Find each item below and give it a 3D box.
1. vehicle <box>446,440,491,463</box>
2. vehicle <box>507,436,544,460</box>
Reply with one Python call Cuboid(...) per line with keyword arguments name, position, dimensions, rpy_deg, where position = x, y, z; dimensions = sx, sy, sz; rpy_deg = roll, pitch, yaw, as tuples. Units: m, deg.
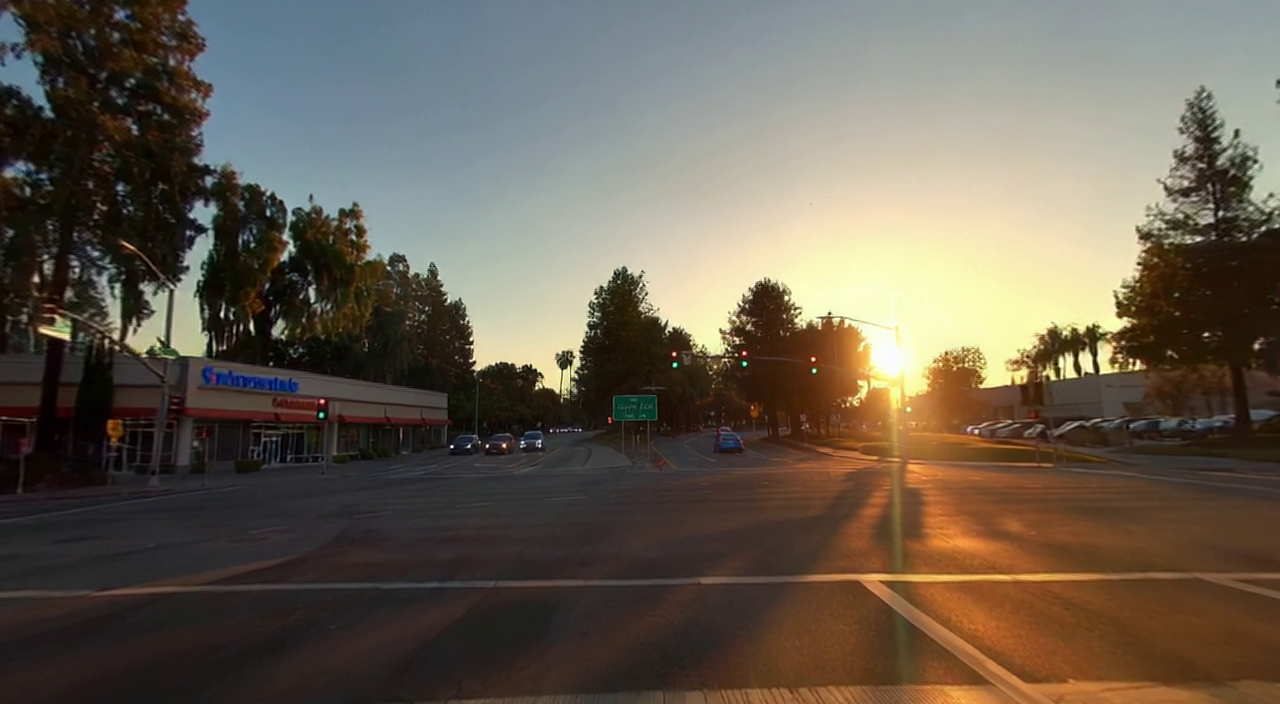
Cuboid(name="vehicle", position=(-11.747, 6.838, 43.503), dimensions=(2.111, 1.499, 4.371), rpy_deg=(0, -9, -3))
Cuboid(name="vehicle", position=(-8.041, 6.798, 44.629), dimensions=(1.920, 1.546, 4.086), rpy_deg=(0, -9, -2))
